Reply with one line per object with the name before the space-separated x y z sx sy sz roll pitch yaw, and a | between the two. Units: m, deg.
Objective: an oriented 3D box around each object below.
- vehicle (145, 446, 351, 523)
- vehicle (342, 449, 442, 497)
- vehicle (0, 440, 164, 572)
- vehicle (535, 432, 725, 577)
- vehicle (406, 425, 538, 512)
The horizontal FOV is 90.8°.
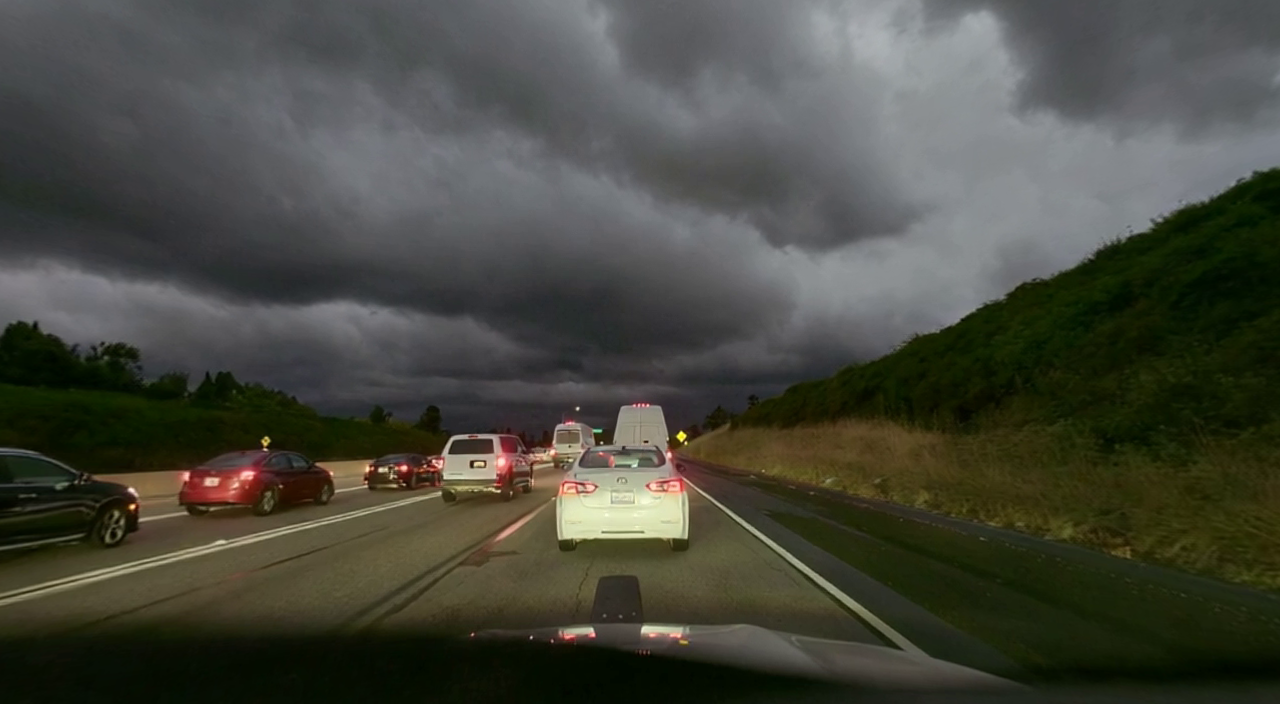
vehicle | -8.699 2.938 14.597 1.884 1.484 4.389 -1 -9 1
vehicle | -8.418 4.100 21.794 1.826 1.465 3.916 -1 -9 1
vehicle | -8.285 1.801 7.395 1.864 1.492 4.453 -1 -9 1
vehicle | -0.141 1.872 8.410 1.995 1.495 3.380 0 -9 -1
vehicle | -4.154 2.977 16.529 2.055 1.913 4.584 -1 -9 2
